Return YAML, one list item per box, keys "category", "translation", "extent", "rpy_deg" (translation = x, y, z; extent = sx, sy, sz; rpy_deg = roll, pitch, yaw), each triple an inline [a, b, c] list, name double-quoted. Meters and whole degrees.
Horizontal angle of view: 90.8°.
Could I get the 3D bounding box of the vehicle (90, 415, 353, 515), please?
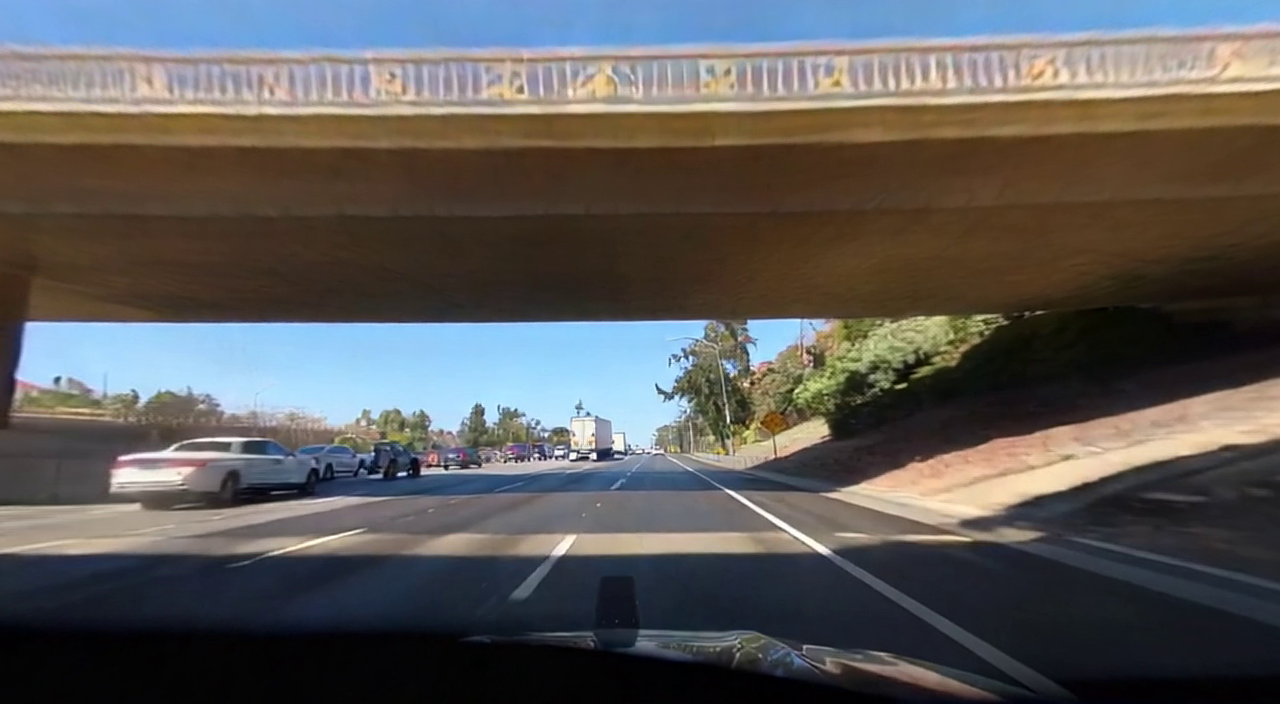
- category: "vehicle"
  translation: [-10.158, 2.835, 16.336]
  extent: [2.394, 2.056, 6.251]
  rpy_deg: [0, -9, 1]
